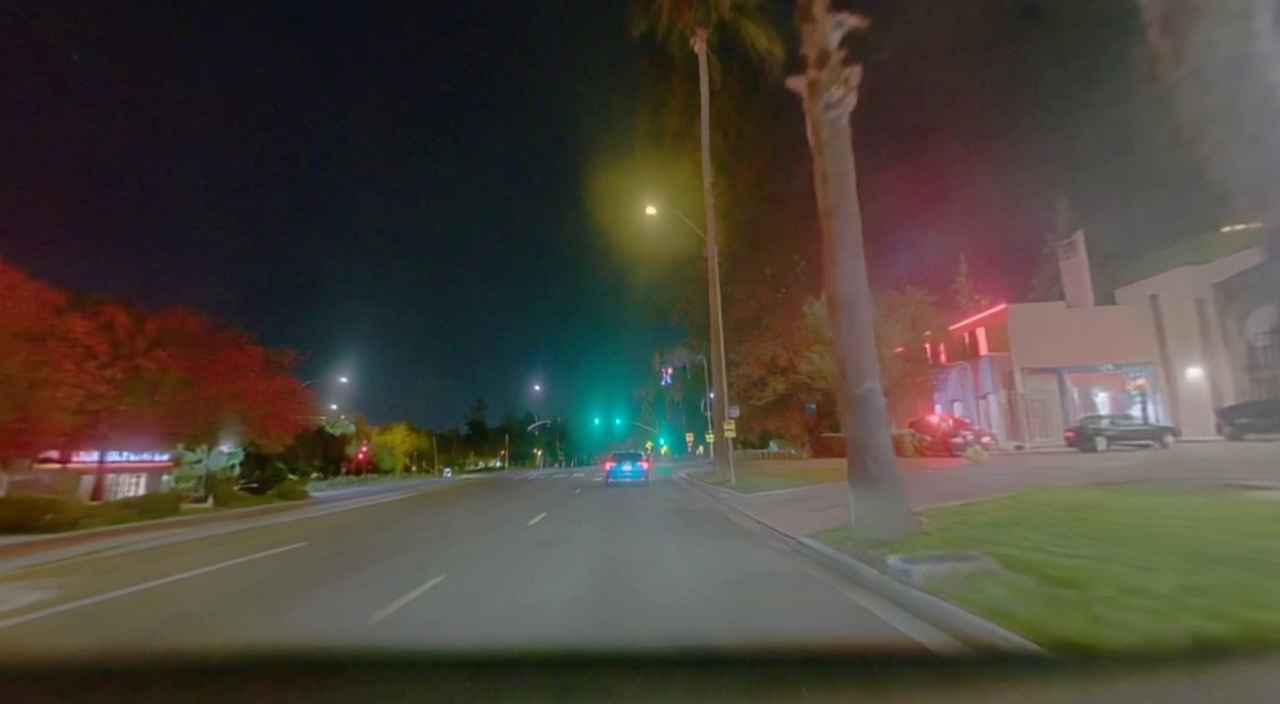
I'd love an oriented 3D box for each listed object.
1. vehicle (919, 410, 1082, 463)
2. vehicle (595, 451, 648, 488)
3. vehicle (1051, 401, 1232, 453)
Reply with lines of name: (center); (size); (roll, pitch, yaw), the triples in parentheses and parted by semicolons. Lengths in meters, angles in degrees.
vehicle: (12.571, 3.074, 22.360); (1.873, 1.657, 4.557); (5, -11, -30)
vehicle: (-0.788, 5.183, 28.142); (2.156, 1.462, 4.495); (0, -9, -1)
vehicle: (17.815, 2.789, 22.714); (1.856, 1.665, 4.574); (5, -11, -32)
